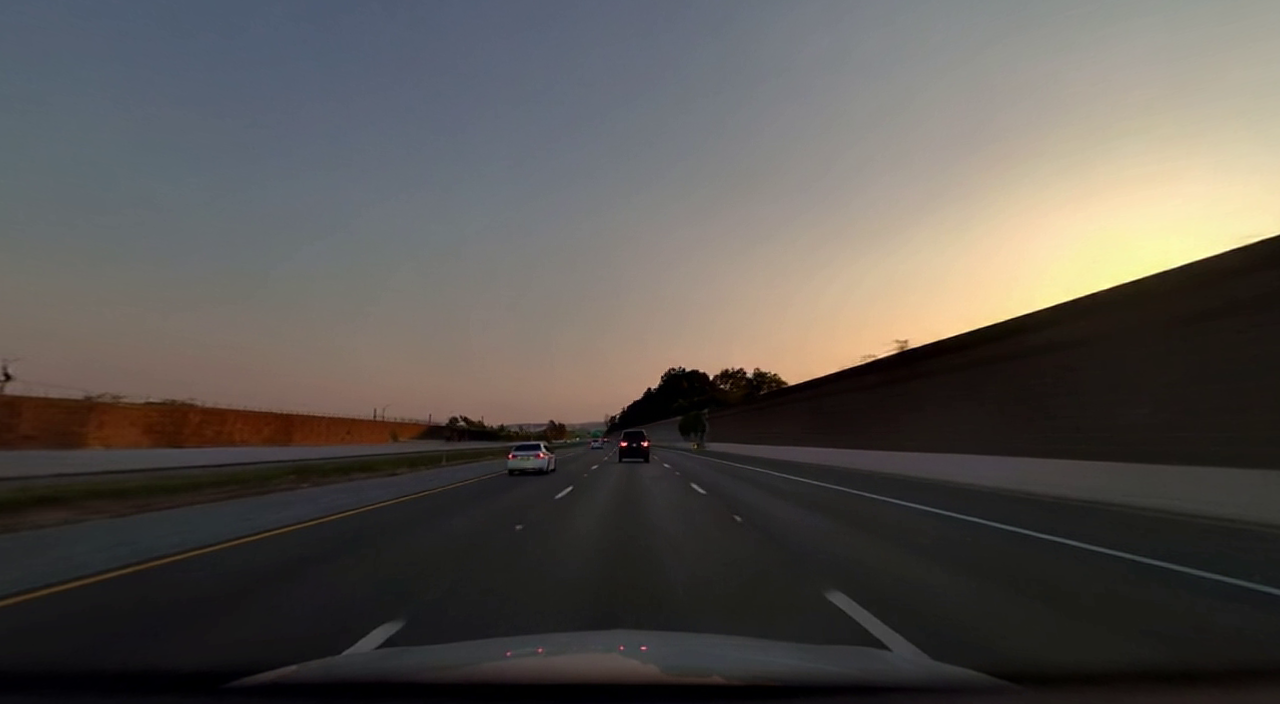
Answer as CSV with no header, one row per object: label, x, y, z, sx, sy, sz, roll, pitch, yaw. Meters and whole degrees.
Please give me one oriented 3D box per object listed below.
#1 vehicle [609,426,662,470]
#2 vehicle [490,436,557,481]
vehicle,-0.268,4.684,30.820,2.382,1.973,4.439,-1,-8,-2
vehicle,-4.428,4.089,24.424,1.945,1.550,3.780,-1,-8,-1
